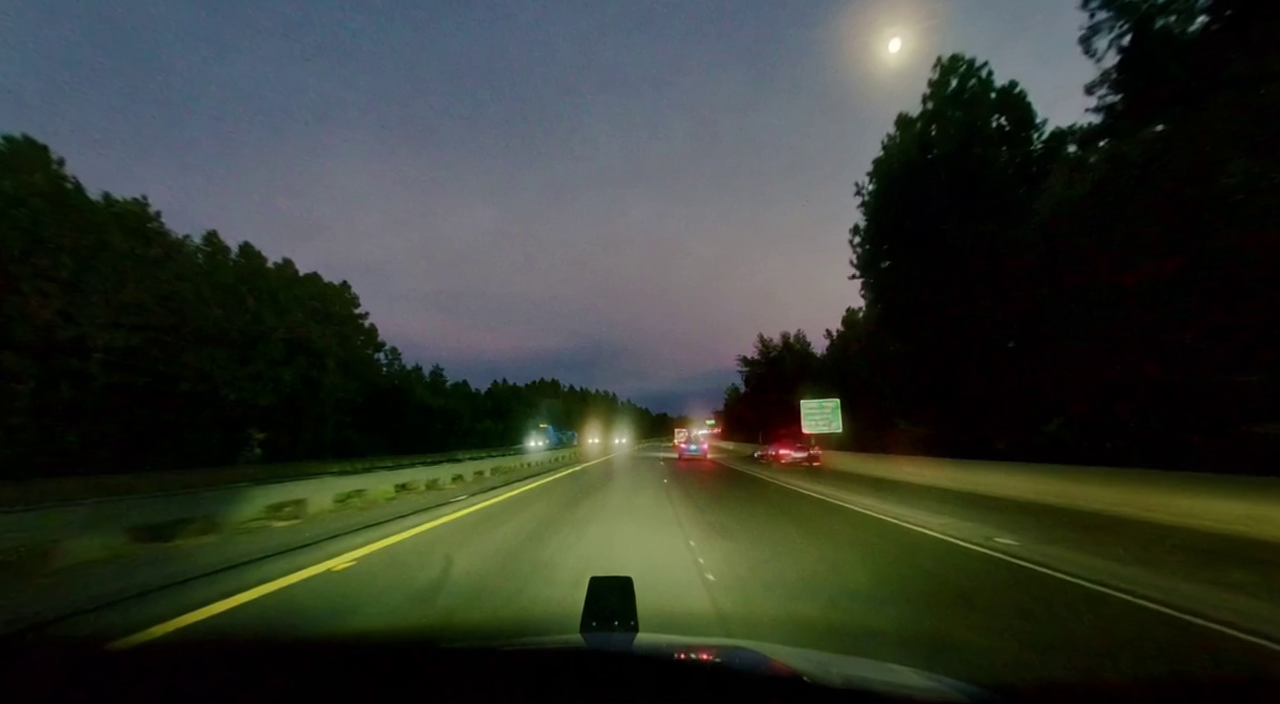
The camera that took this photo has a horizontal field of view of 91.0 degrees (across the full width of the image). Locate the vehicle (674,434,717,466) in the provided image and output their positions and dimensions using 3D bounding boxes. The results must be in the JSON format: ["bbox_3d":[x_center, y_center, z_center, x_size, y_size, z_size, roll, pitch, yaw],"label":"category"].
[{"bbox_3d":[3.064,5.496,35.433,2.022,1.663,4.245,-1,-8,0],"label":"vehicle"}]
